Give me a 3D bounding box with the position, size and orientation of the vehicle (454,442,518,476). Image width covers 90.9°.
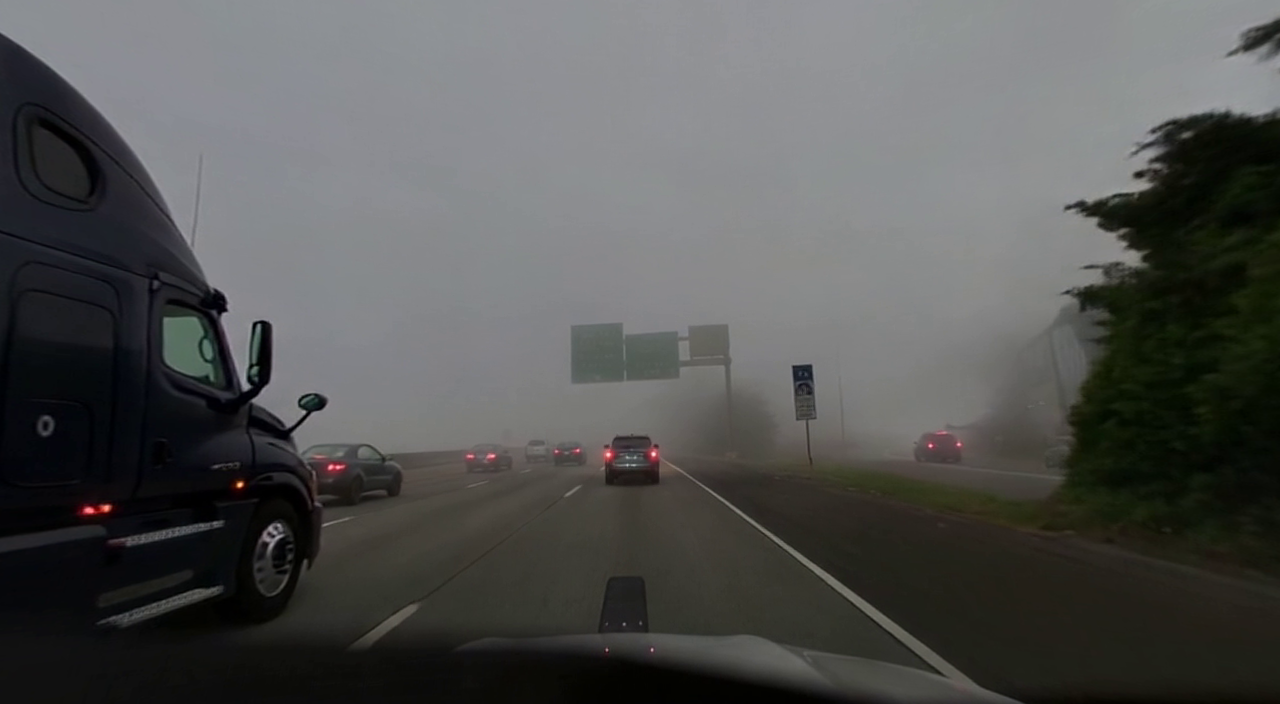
[{"bbox_3d":[-7.217,5.046,29.954,1.869,1.466,4.217,0,-9,1],"label":"vehicle"}]

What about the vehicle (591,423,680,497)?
[{"bbox_3d":[-0.104,2.922,17.359,2.152,1.779,3.924,0,-9,0],"label":"vehicle"}]

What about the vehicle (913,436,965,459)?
[{"bbox_3d":[20.465,6.592,43.333,1.918,1.472,4.782,-2,-9,9],"label":"vehicle"}]

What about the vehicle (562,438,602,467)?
[{"bbox_3d":[-3.423,6.013,37.929,1.952,1.649,4.131,0,-9,1],"label":"vehicle"}]

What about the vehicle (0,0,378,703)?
[{"bbox_3d":[-3.921,-0.449,0.916,2.990,3.885,8.540,-1,-9,3],"label":"vehicle"}]
